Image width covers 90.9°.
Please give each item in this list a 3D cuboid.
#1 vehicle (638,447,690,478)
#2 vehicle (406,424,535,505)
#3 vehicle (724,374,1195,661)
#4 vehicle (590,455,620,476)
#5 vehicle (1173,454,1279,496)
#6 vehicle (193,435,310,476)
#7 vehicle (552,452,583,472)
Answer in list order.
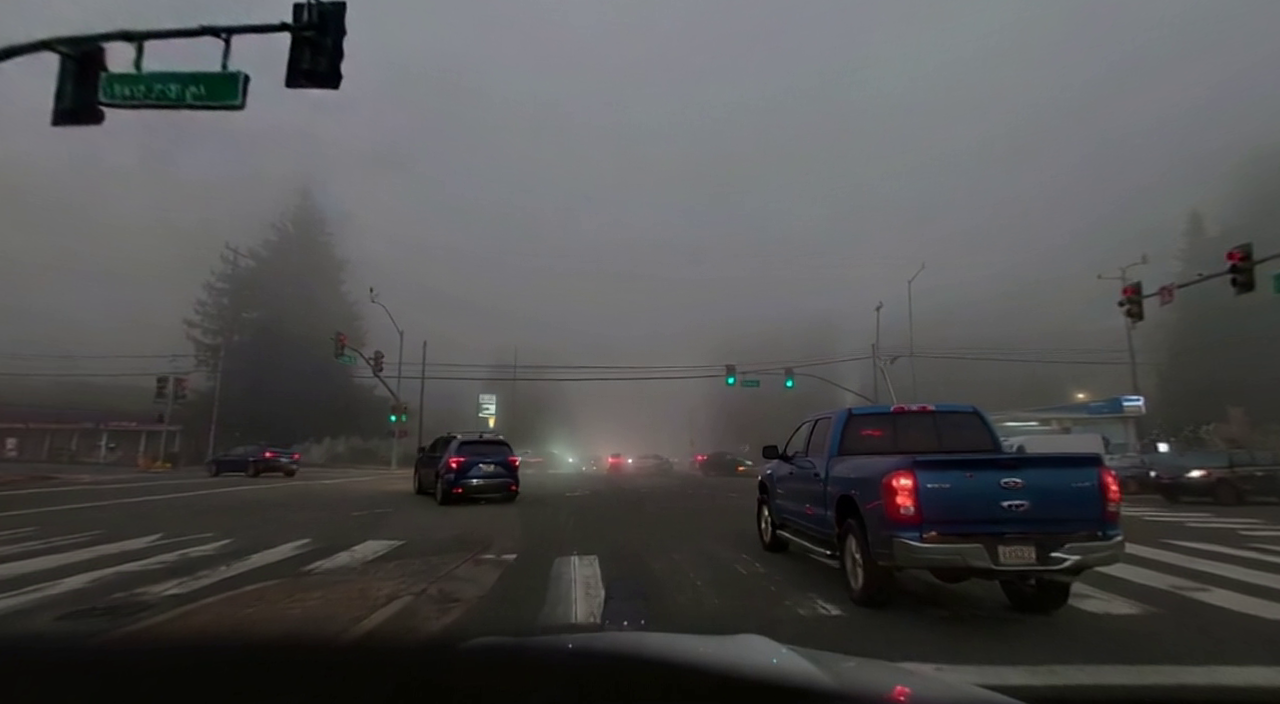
[{"bbox_3d":[1.352,6.574,37.721,1.977,1.726,4.721,2,-9,-12],"label":"vehicle"},{"bbox_3d":[-4.810,3.014,17.317,2.141,1.842,4.889,5,-10,-30],"label":"vehicle"},{"bbox_3d":[2.427,1.444,6.724,2.036,1.818,5.192,0,-9,-3],"label":"vehicle"},{"bbox_3d":[-2.336,7.482,41.809,1.898,1.281,4.013,0,-9,-3],"label":"vehicle"},{"bbox_3d":[23.026,4.547,23.525,4.426,1.455,1.980,0,-9,-1],"label":"vehicle"},{"bbox_3d":[-17.435,4.641,28.295,4.498,1.725,1.921,-3,-9,18],"label":"vehicle"},{"bbox_3d":[-5.615,8.499,49.040,1.856,1.448,4.455,0,-9,1],"label":"vehicle"}]
